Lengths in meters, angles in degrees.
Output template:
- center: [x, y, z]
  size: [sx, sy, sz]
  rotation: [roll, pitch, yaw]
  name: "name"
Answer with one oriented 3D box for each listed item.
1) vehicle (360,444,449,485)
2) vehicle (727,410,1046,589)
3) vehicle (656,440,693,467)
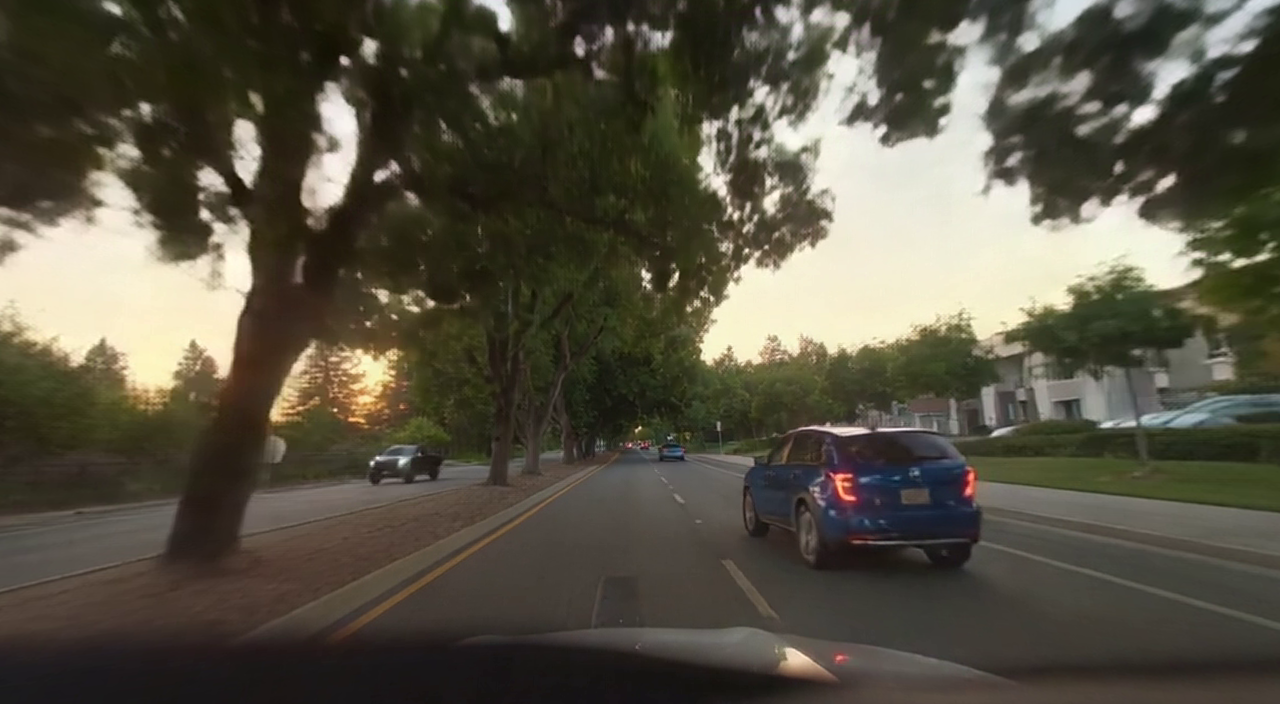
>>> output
- center: [-11.761, 5.633, 32.087]
  size: [2.248, 1.858, 5.854]
  rotation: [0, -9, 0]
  name: "vehicle"
- center: [2.565, 1.675, 8.036]
  size: [2.066, 1.603, 4.475]
  rotation: [0, -9, -3]
  name: "vehicle"
- center: [2.305, 6.895, 43.107]
  size: [2.164, 1.725, 4.285]
  rotation: [0, -9, -1]
  name: "vehicle"
